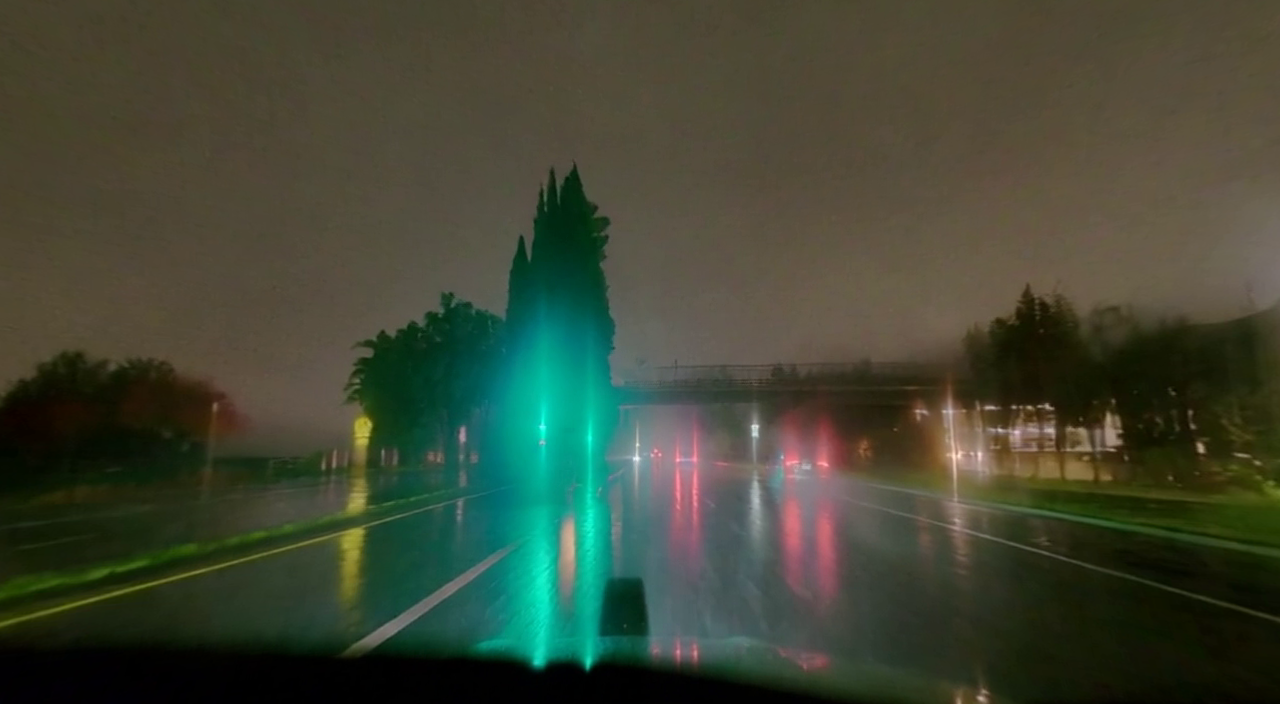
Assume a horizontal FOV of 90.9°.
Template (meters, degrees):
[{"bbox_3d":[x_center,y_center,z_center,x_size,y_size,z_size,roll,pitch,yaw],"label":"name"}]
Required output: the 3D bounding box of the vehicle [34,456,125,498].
[{"bbox_3d":[-25.740,5.685,29.126,1.847,1.698,4.345,4,-9,-25],"label":"vehicle"}]

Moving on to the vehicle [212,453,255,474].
[{"bbox_3d":[-31.571,8.640,49.023,1.858,1.493,4.734,3,-9,-22],"label":"vehicle"}]
